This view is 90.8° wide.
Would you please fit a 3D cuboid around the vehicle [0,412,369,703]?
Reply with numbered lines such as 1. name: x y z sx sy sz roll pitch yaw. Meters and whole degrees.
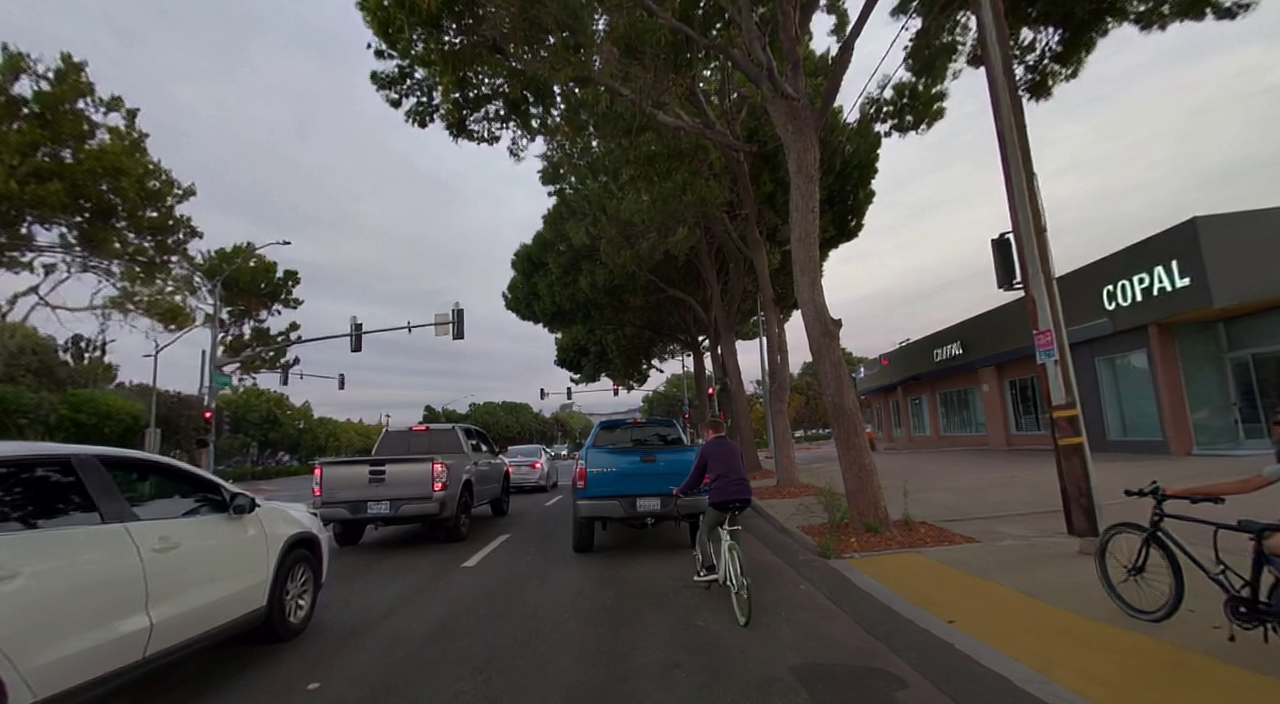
1. vehicle: -3.563 1.171 3.686 2.064 1.486 4.140 0 -9 1

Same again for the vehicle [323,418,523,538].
1. vehicle: -3.611 2.199 11.596 2.046 1.750 4.452 0 -9 0

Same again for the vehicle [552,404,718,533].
1. vehicle: -0.117 2.086 11.855 2.426 1.882 5.027 0 -9 -1
